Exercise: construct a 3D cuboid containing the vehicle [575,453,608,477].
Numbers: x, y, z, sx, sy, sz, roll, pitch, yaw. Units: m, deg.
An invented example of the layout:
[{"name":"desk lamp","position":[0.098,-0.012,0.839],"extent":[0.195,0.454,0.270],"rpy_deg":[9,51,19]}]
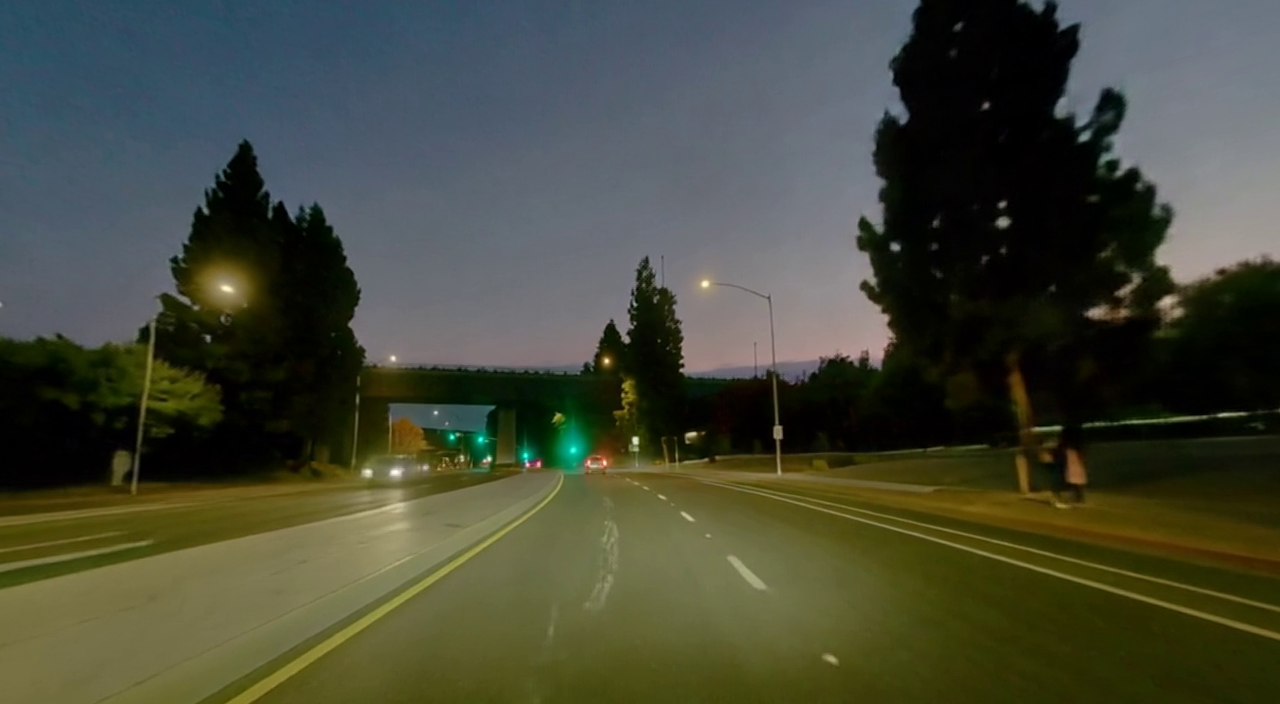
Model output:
[{"name":"vehicle","position":[-3.829,8.723,49.080],"extent":[2.184,1.713,4.231],"rpy_deg":[1,-9,-9]}]
